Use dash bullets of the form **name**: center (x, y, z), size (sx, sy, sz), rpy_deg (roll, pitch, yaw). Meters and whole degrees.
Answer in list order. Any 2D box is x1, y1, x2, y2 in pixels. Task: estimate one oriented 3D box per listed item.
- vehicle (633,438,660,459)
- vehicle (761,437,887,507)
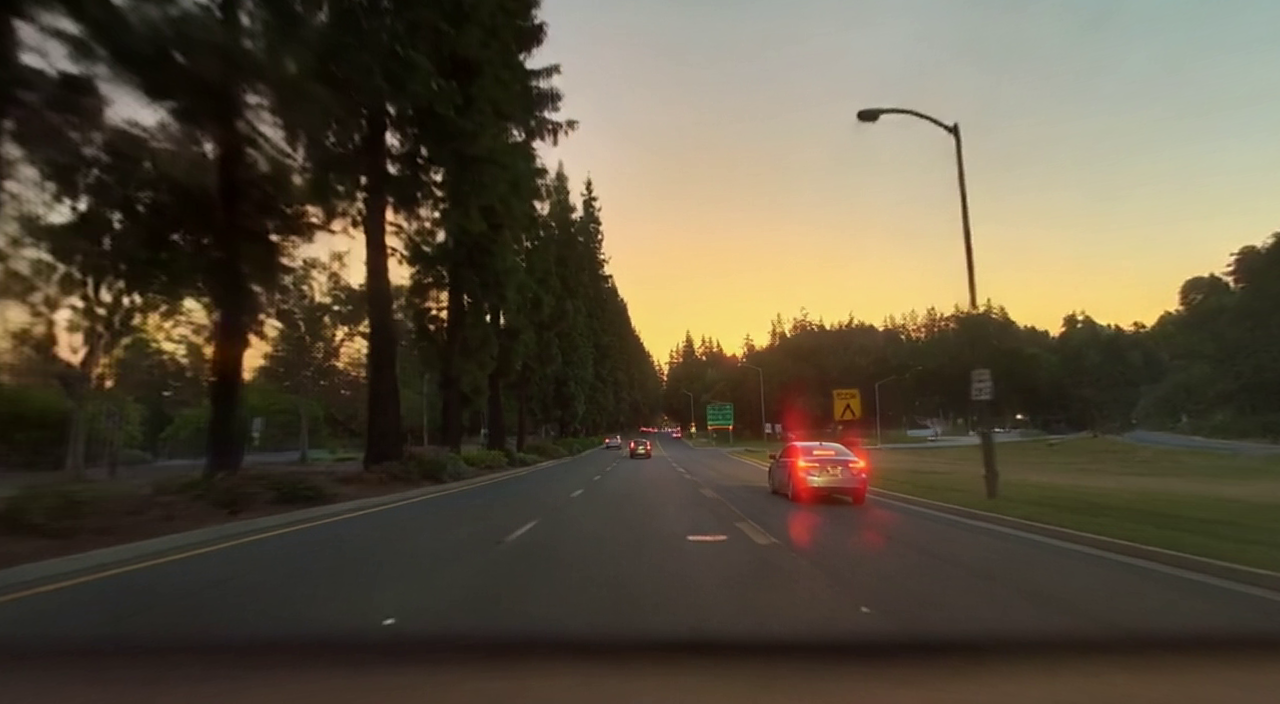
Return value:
- **vehicle**: center (0.499, 7.657, 49.810), size (2.095, 1.548, 4.264), rpy_deg (0, -8, 0)
- **vehicle**: center (4.482, 2.960, 16.022), size (1.913, 1.516, 4.322), rpy_deg (0, -9, 0)
